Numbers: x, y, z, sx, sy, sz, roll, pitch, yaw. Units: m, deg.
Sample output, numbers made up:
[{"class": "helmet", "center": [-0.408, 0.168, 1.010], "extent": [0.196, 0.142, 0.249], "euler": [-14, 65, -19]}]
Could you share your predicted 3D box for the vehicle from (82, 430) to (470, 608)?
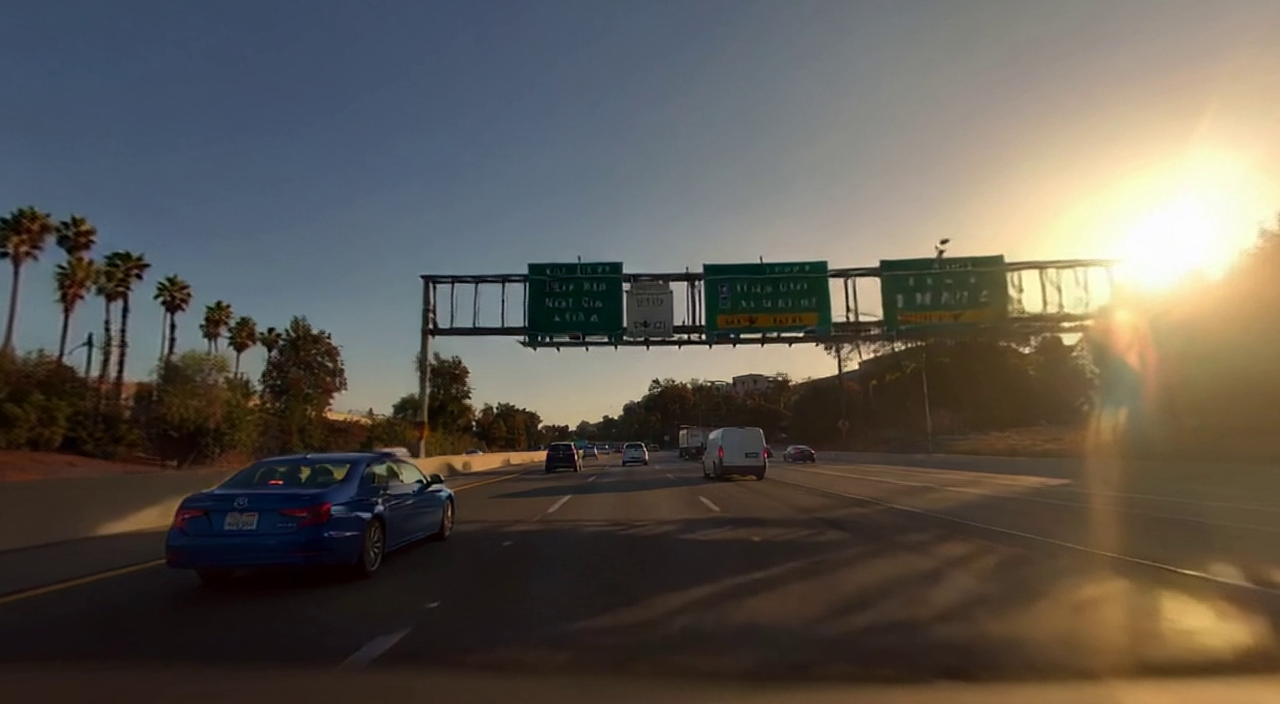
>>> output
[{"class": "vehicle", "center": [-3.631, 1.731, 7.513], "extent": [1.991, 1.469, 4.381], "euler": [0, -9, 0]}]

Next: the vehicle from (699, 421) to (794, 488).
[{"class": "vehicle", "center": [3.612, 3.661, 22.724], "extent": [2.250, 2.074, 5.723], "euler": [0, -9, -2]}]

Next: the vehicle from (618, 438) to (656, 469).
[{"class": "vehicle", "center": [-0.213, 6.290, 39.160], "extent": [2.212, 1.786, 4.198], "euler": [0, -9, -1]}]

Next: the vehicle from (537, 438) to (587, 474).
[{"class": "vehicle", "center": [-4.105, 5.562, 33.986], "extent": [2.109, 1.793, 4.613], "euler": [0, -9, 0]}]
